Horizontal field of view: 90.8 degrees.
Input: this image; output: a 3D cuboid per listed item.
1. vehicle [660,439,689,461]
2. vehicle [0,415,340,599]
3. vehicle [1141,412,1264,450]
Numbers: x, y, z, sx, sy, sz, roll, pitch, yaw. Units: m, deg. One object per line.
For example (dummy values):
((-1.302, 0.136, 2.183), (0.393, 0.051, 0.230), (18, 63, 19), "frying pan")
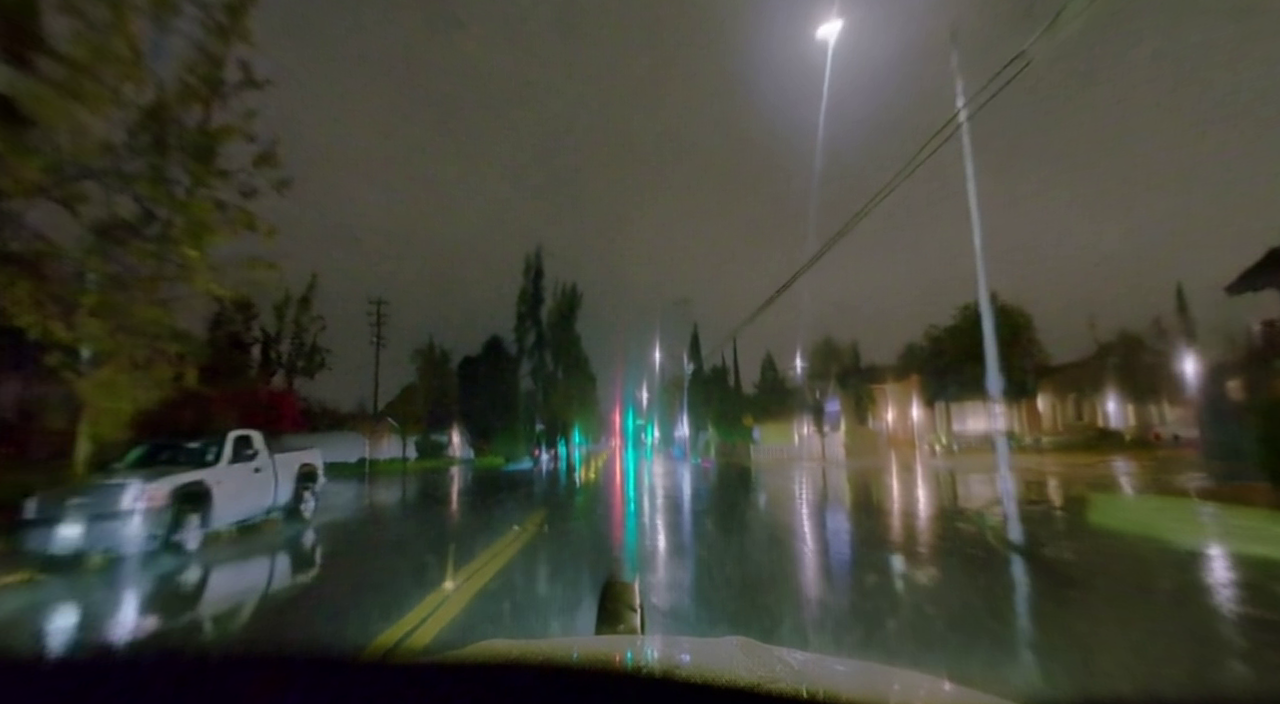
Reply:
((2.684, 7.716, 49.880), (1.896, 1.602, 4.571), (0, -8, -1), "vehicle")
((-6.158, 1.907, 8.979), (2.087, 1.835, 4.445), (-2, -7, -7), "vehicle")
((29.691, 4.143, 33.596), (1.923, 1.805, 4.876), (-2, -6, -1), "vehicle")
